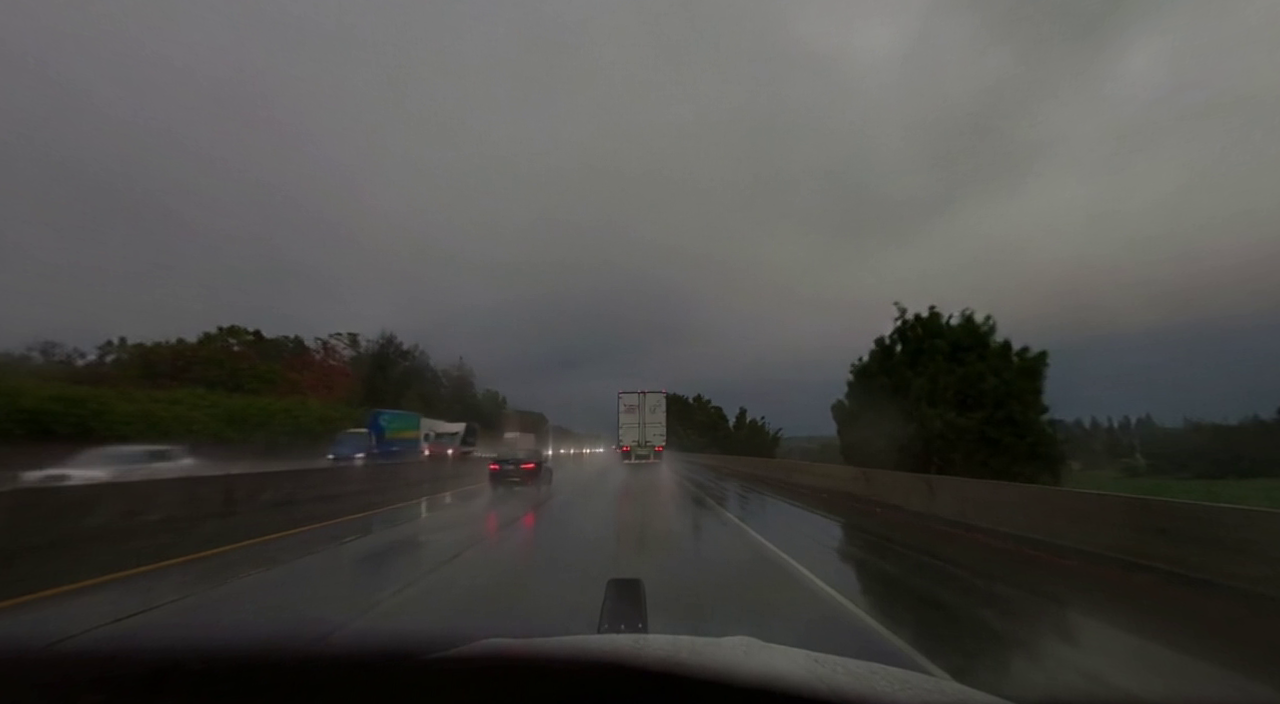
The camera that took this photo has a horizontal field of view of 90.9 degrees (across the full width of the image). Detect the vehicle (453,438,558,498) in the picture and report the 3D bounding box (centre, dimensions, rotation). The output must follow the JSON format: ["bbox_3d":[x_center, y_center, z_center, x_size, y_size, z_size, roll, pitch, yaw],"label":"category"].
[{"bbox_3d":[-3.834,3.429,18.996,2.074,1.546,4.946,0,-9,0],"label":"vehicle"}]

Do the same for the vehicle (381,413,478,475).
[{"bbox_3d":[-13.482,6.122,41.544,3.118,3.575,9.694,0,-9,-1],"label":"vehicle"}]

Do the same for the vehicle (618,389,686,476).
[{"bbox_3d":[0.437,4.291,32.628,2.959,3.828,9.617,0,-9,-1],"label":"vehicle"}]
